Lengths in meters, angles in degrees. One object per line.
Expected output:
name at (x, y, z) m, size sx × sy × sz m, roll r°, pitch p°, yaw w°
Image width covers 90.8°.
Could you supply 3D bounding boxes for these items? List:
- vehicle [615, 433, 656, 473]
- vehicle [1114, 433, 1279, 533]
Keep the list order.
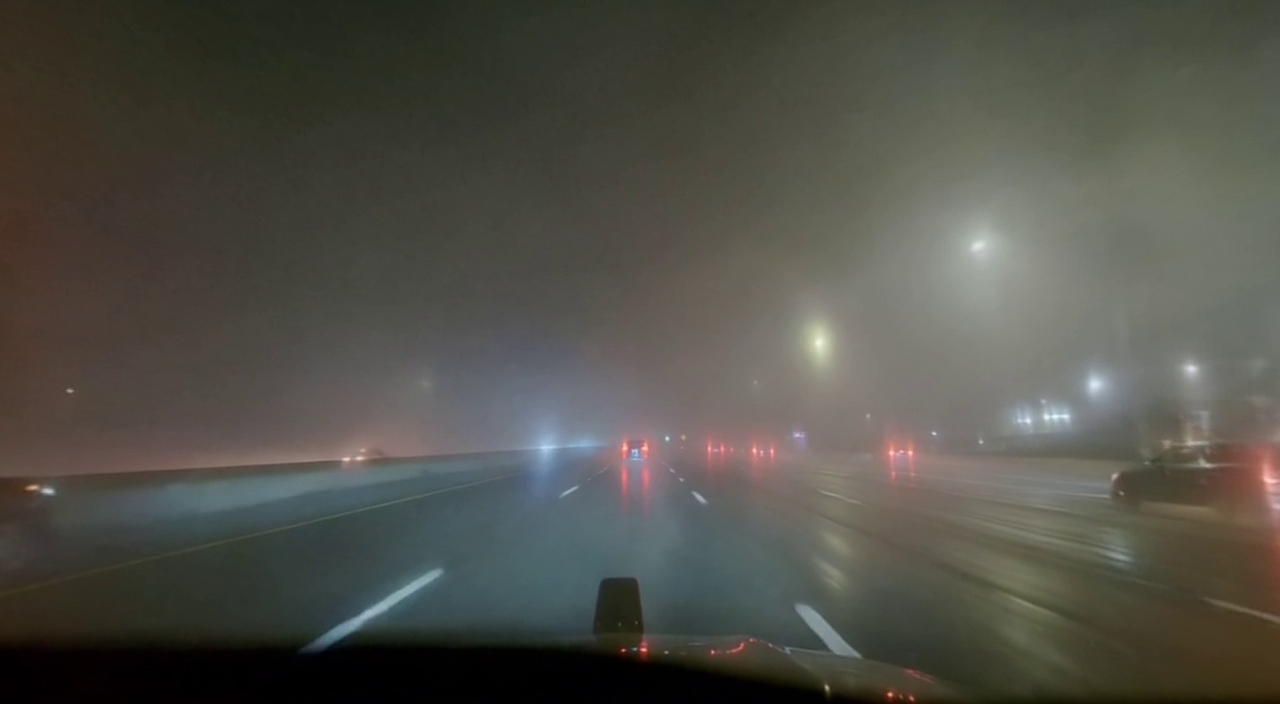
vehicle at (-0.186, 5.011, 31.453) m, size 1.893 × 1.827 × 4.513 m, roll 0°, pitch -9°, yaw 1°
vehicle at (10.197, 2.019, 9.981) m, size 1.900 × 1.432 × 4.519 m, roll 0°, pitch -8°, yaw 0°
